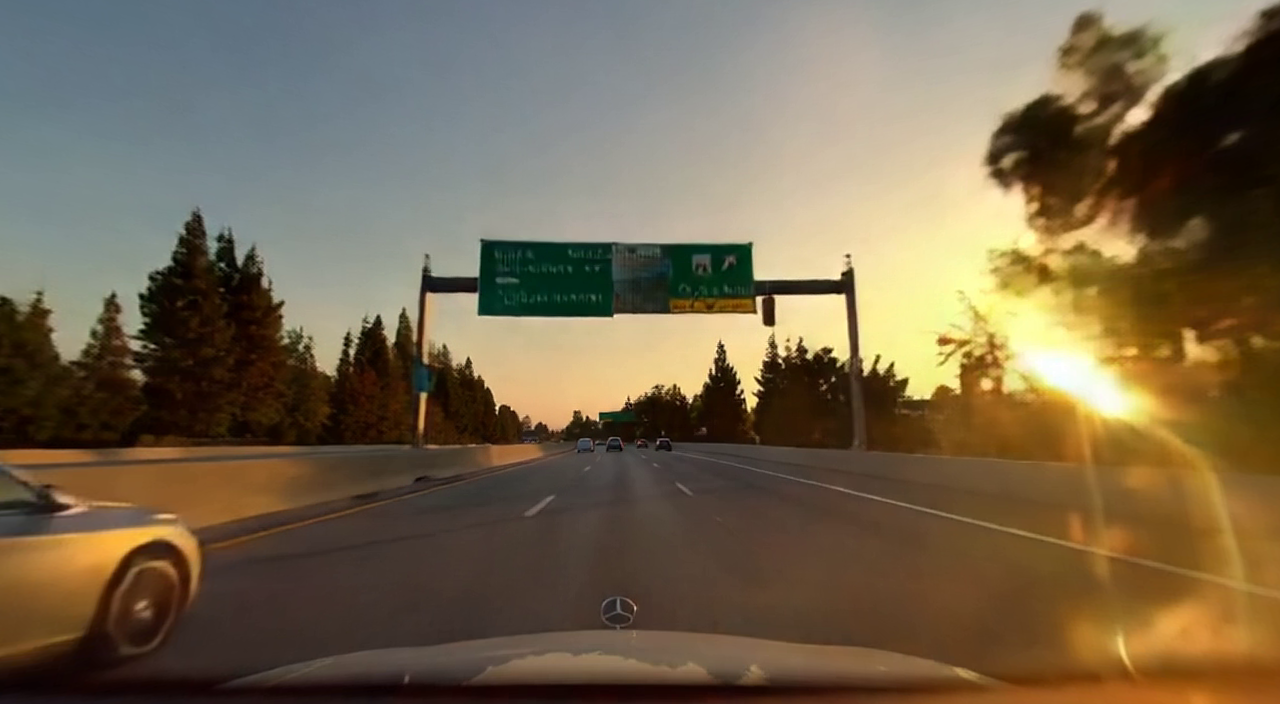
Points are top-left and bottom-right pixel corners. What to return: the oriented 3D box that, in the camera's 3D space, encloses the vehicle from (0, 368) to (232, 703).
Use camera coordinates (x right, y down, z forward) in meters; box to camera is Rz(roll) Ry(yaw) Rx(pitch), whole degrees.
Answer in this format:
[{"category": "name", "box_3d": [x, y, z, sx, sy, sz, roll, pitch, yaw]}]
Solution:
[{"category": "vehicle", "box_3d": [-3.875, 0.827, 2.174, 2.074, 1.652, 4.273, -1, -8, -1]}]
